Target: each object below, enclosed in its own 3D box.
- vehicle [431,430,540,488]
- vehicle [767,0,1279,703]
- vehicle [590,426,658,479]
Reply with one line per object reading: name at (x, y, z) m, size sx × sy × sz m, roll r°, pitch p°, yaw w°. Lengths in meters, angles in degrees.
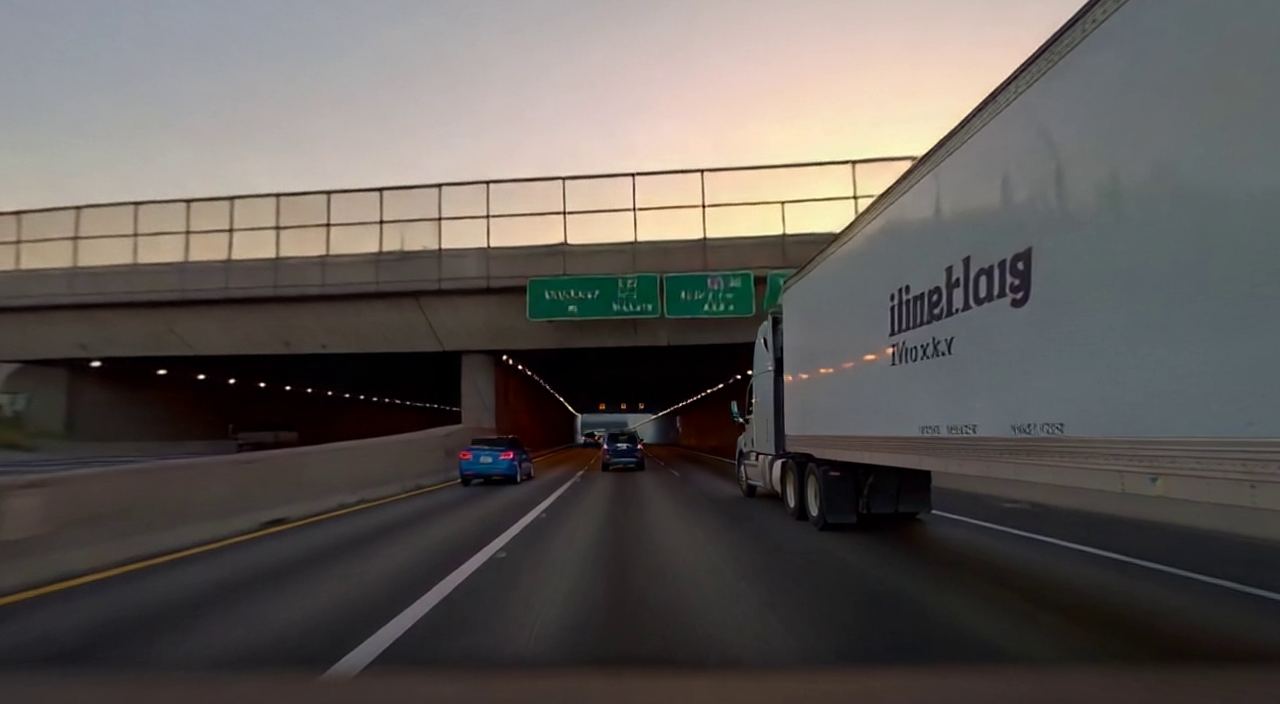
vehicle at (-4.228, 2.978, 18.004) m, size 2.019 × 1.435 × 4.317 m, roll 0°, pitch -8°, yaw 0°
vehicle at (3.823, -0.110, 4.289) m, size 2.842 × 4.108 × 14.081 m, roll 0°, pitch -8°, yaw -1°
vehicle at (-0.521, 3.329, 21.189) m, size 2.094 × 1.600 × 3.666 m, roll 0°, pitch -8°, yaw -1°
